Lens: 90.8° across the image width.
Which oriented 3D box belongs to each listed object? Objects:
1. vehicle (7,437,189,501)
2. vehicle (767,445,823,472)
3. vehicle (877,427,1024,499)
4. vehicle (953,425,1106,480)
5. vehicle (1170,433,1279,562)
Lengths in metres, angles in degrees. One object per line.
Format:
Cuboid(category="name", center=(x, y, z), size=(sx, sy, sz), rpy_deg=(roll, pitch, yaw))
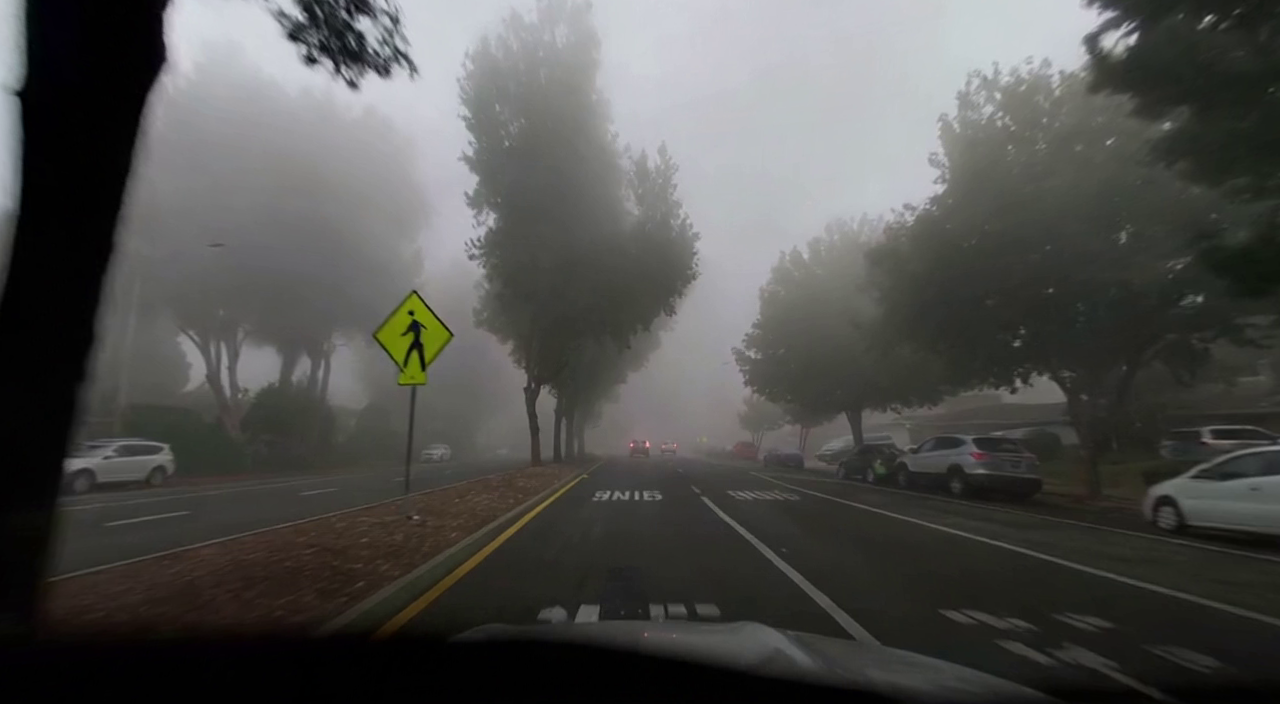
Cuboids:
Cuboid(category="vehicle", center=(-17.320, 3.703, 20.569), size=(1.959, 1.690, 4.446), rpy_deg=(-3, -7, 1))
Cuboid(category="vehicle", center=(9.381, 6.458, 38.684), size=(2.009, 1.493, 4.983), rpy_deg=(0, -8, -1))
Cuboid(category="vehicle", center=(9.435, 3.415, 19.816), size=(2.083, 1.946, 4.928), rpy_deg=(0, -8, 0))
Cuboid(category="vehicle", center=(16.811, 4.352, 27.491), size=(4.972, 1.793, 2.293), rpy_deg=(-5, -8, 0))
Cuboid(category="vehicle", center=(9.595, 1.770, 7.283), size=(2.161, 1.687, 5.331), rpy_deg=(0, -8, -3))
